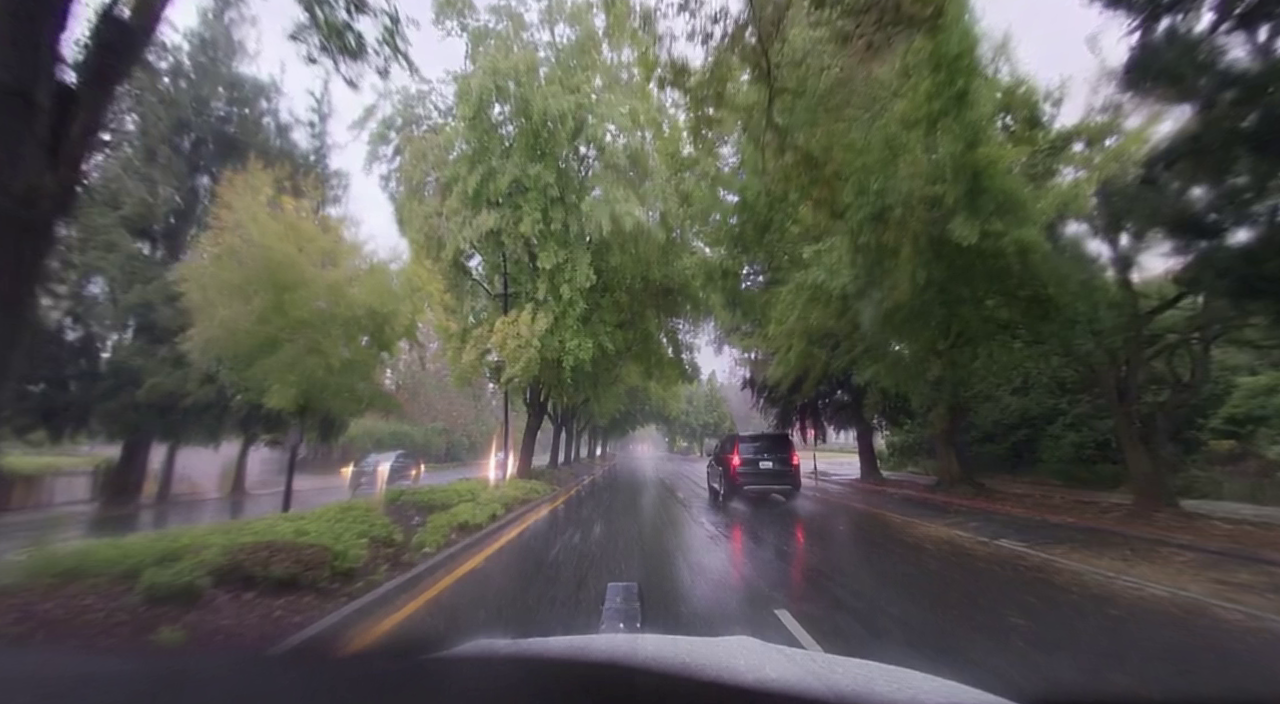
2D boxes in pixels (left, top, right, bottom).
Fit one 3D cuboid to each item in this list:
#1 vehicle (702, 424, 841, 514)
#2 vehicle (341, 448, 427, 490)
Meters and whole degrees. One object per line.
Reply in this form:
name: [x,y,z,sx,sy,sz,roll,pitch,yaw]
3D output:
vehicle: [2.763,2.593,14.462,2.164,1.725,4.285,0,-9,-1]
vehicle: [-11.475,5.238,28.658,2.003,1.733,4.392,0,-9,1]
